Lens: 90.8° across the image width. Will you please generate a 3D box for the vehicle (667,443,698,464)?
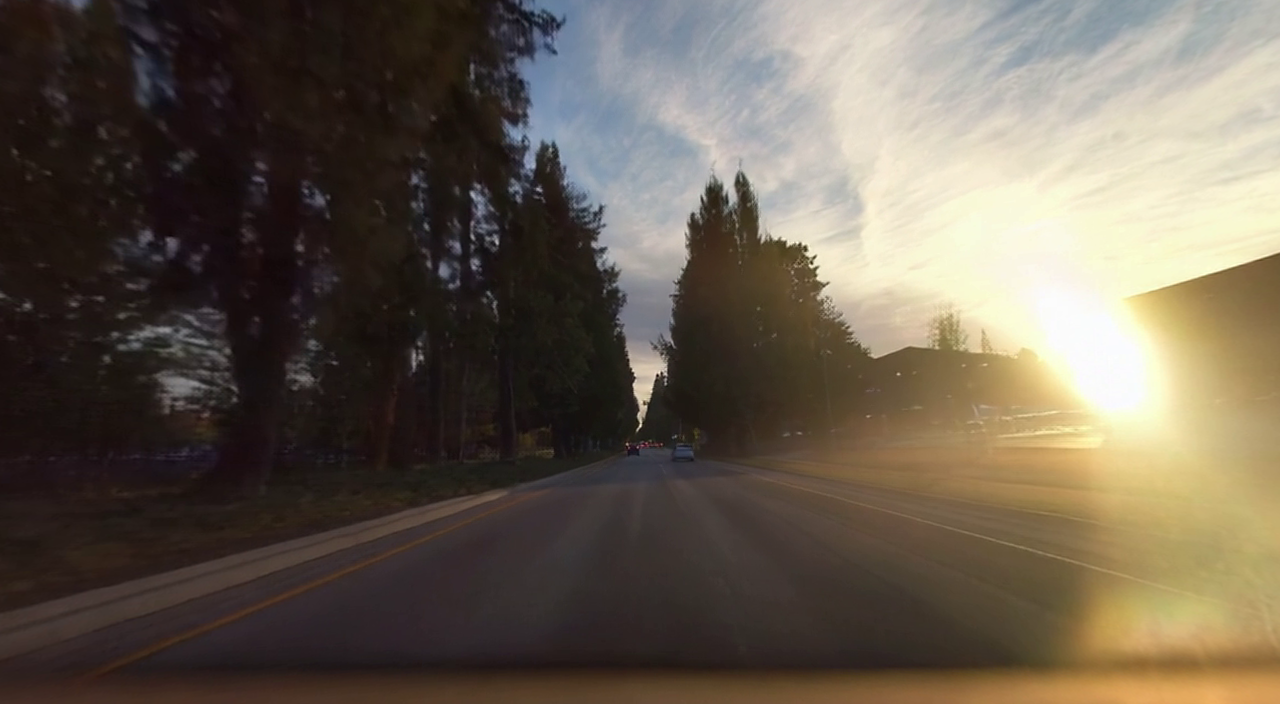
[{"bbox_3d":[3.062,7.473,46.721,1.925,1.488,4.271,0,-8,-1],"label":"vehicle"}]
